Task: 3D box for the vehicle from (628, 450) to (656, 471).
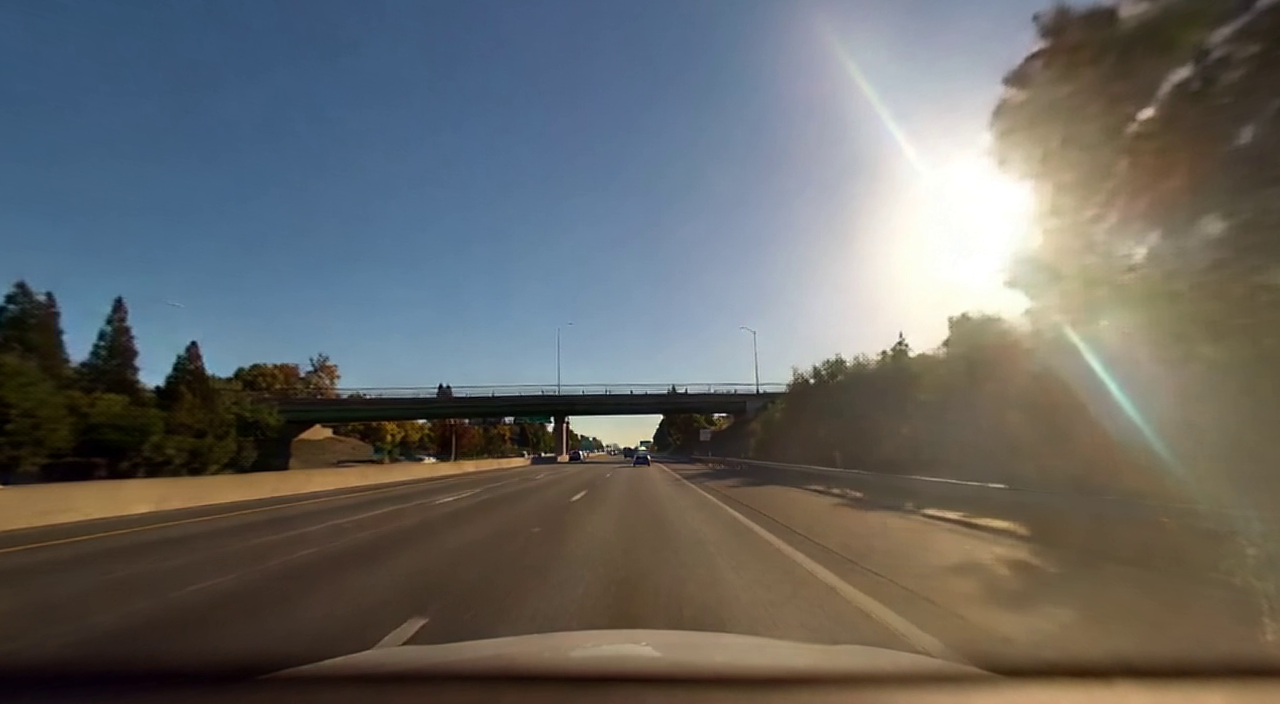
[{"bbox_3d":[0.141,8.449,49.225,2.113,1.537,4.208,0,-9,0],"label":"vehicle"}]
